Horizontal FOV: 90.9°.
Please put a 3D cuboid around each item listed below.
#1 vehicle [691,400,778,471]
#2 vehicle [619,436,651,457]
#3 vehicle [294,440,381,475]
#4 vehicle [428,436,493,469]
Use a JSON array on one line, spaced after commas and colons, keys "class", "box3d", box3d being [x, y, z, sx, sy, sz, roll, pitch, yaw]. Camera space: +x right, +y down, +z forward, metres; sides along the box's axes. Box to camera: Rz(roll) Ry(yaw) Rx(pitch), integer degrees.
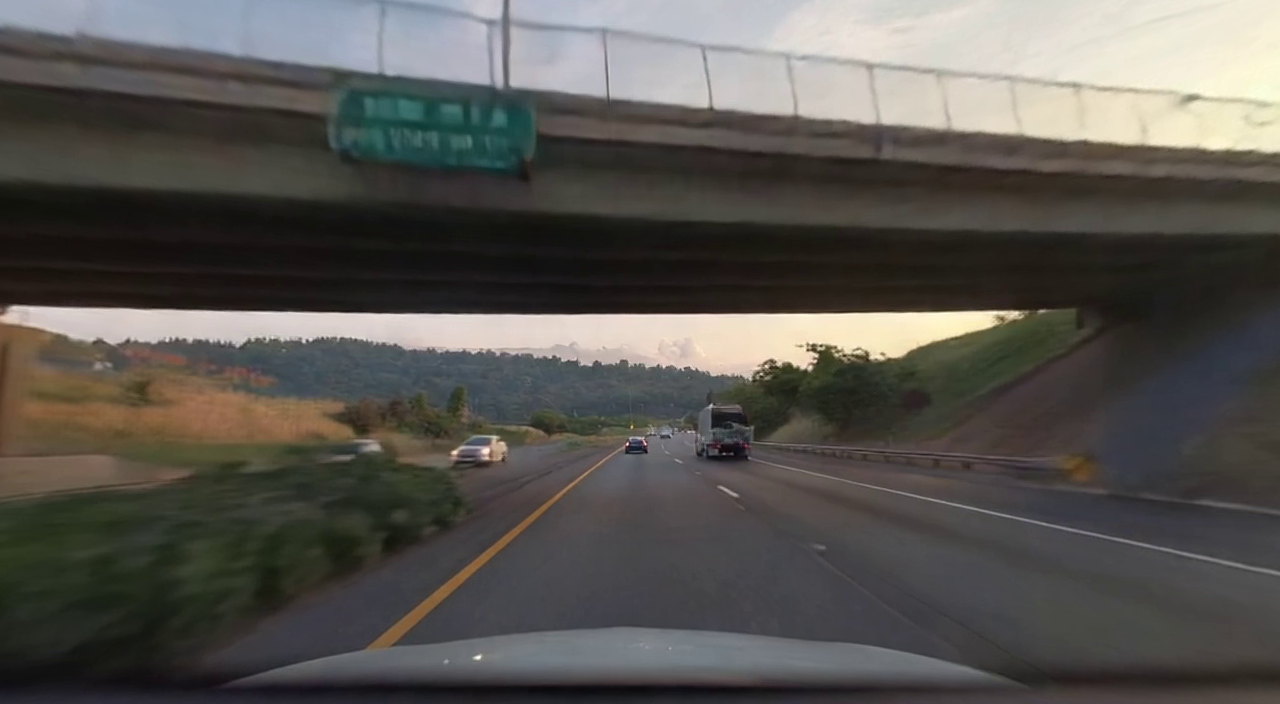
[{"class": "vehicle", "box3d": [3.923, 3.665, 27.783, 2.715, 2.746, 6.550, 0, -8, -1]}, {"class": "vehicle", "box3d": [-0.311, 6.163, 41.243, 1.996, 1.325, 4.029, 0, -8, 0]}, {"class": "vehicle", "box3d": [-13.183, 4.595, 27.748, 1.816, 1.362, 4.068, 0, -8, 1]}, {"class": "vehicle", "box3d": [-8.773, 4.902, 31.109, 1.952, 1.521, 4.163, 0, -8, 0]}]
